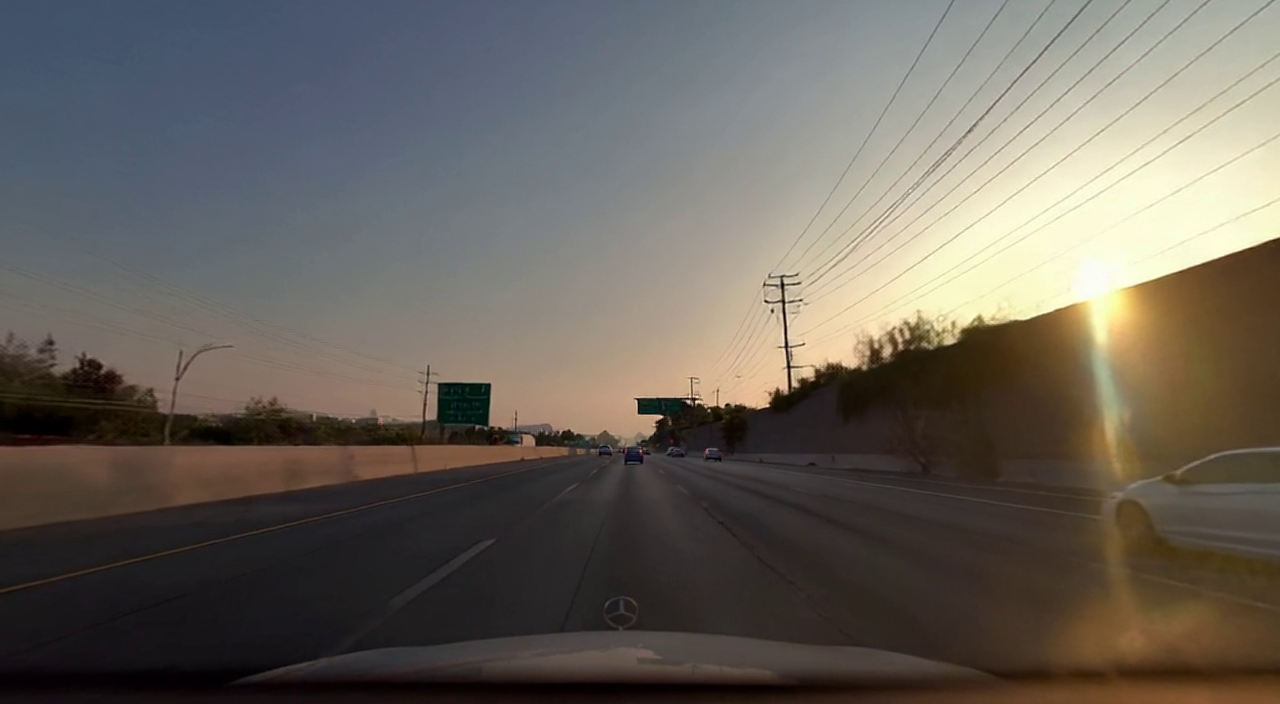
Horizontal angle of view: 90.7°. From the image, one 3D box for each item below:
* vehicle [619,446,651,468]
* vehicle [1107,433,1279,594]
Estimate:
[{"bbox_3d":[-0.402,7.375,44.754,2.109,1.489,4.027,0,-8,-2],"label":"vehicle"},{"bbox_3d":[6.796,1.468,5.750,1.876,1.451,4.154,0,-8,-1],"label":"vehicle"}]
